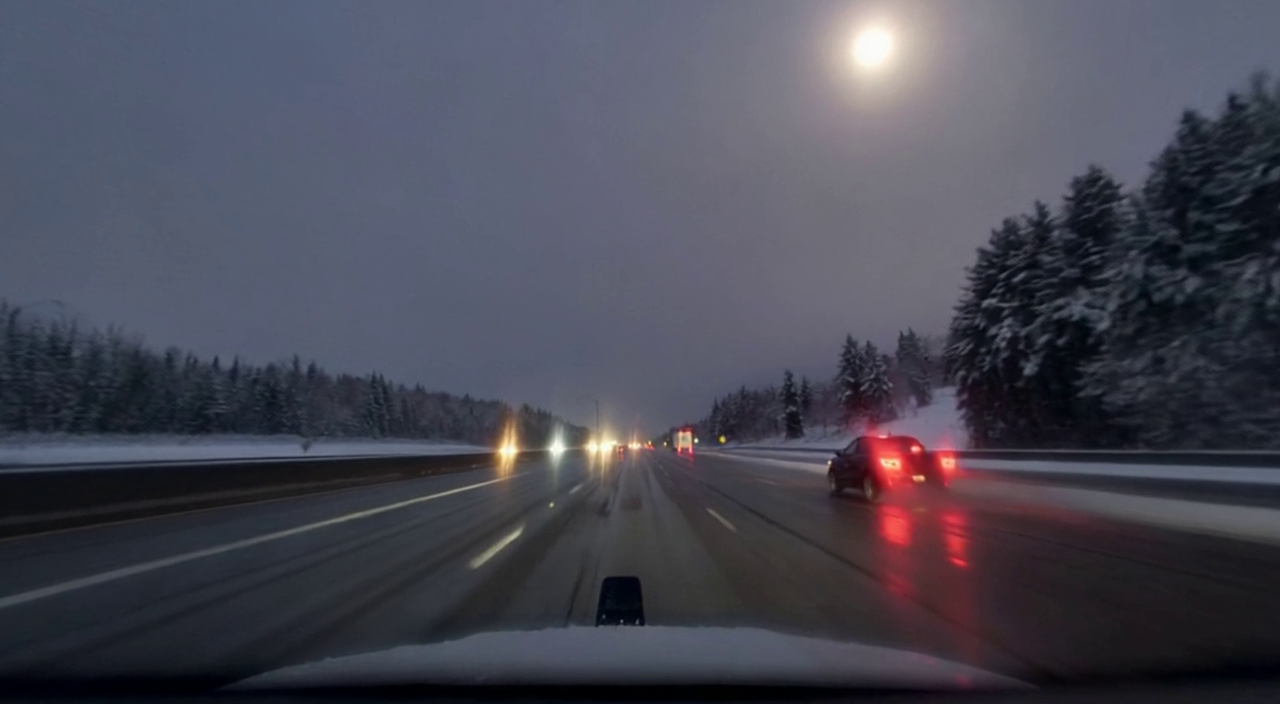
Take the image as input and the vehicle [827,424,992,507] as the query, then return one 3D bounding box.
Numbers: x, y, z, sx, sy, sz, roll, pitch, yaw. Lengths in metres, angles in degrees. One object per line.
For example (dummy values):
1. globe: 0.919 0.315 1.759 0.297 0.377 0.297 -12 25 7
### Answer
1. vehicle: 6.498 2.800 15.920 2.096 1.767 4.601 0 -9 0
